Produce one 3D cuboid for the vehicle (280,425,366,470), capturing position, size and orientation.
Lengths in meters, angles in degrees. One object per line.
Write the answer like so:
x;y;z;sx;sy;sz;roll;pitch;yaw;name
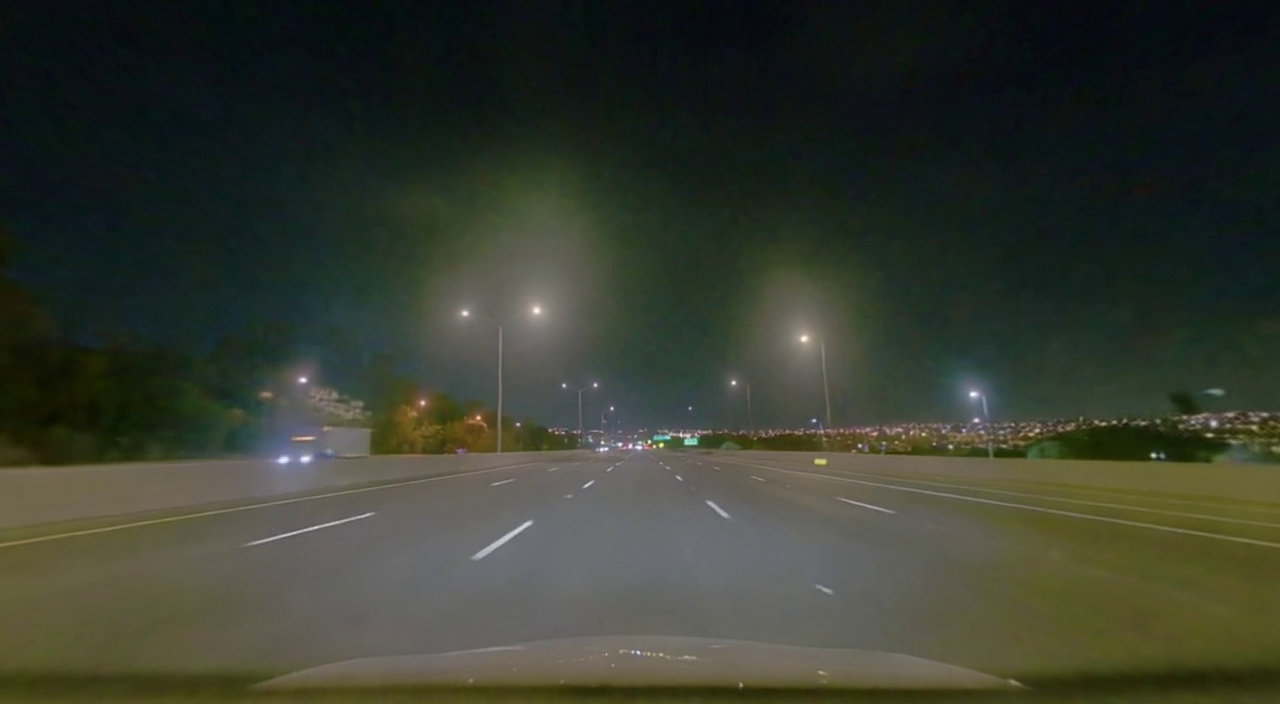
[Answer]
-24.867;7.606;49.932;2.780;3.238;7.530;0;-9;1;vehicle
